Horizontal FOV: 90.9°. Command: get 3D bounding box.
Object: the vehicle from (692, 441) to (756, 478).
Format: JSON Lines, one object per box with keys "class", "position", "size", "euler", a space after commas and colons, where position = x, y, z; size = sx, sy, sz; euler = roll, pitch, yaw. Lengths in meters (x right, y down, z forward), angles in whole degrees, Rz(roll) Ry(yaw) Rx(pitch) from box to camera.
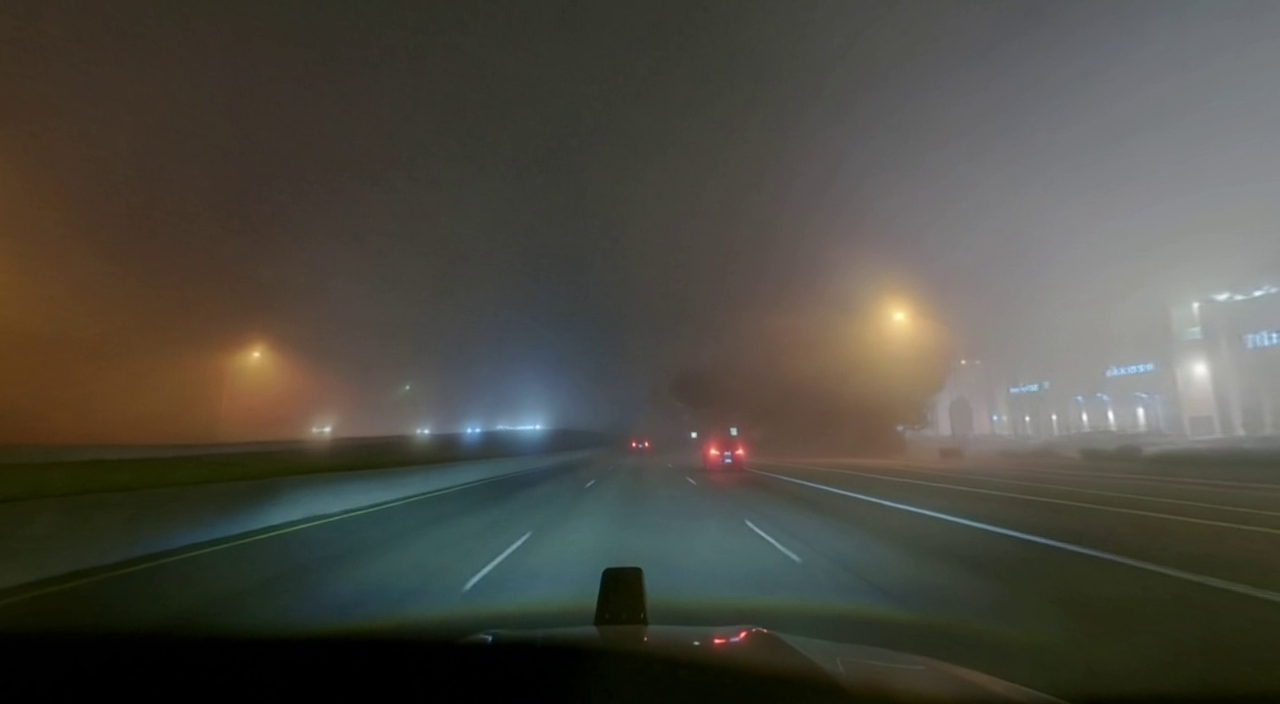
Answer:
{"class": "vehicle", "position": [3.541, 4.633, 27.437], "size": [2.069, 1.431, 4.313], "euler": [0, -8, -2]}
